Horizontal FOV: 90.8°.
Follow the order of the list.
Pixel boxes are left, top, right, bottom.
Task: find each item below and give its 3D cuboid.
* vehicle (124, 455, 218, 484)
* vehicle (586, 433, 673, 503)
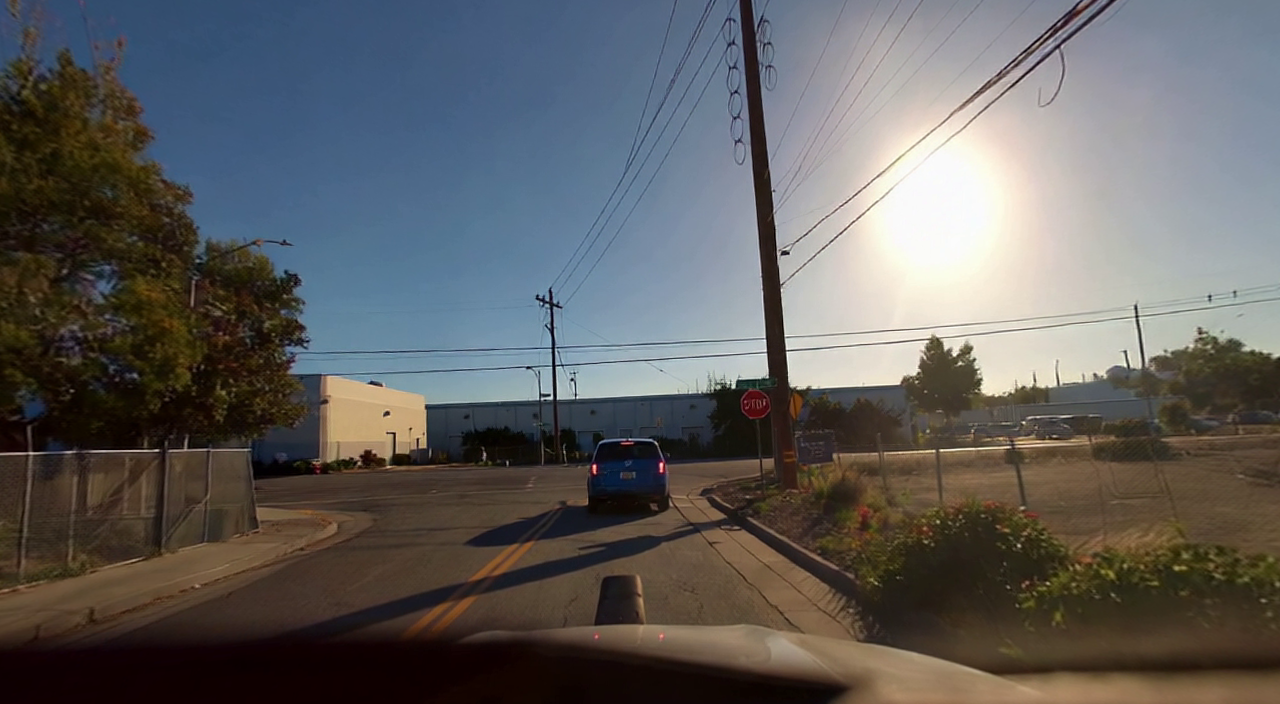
[{"bbox_3d":[-30.527,7.634,41.228,4.415,1.753,2.029,0,-8,0],"label":"vehicle"},{"bbox_3d":[-0.353,3.185,17.743,2.137,1.698,4.166,0,-8,-3],"label":"vehicle"}]
